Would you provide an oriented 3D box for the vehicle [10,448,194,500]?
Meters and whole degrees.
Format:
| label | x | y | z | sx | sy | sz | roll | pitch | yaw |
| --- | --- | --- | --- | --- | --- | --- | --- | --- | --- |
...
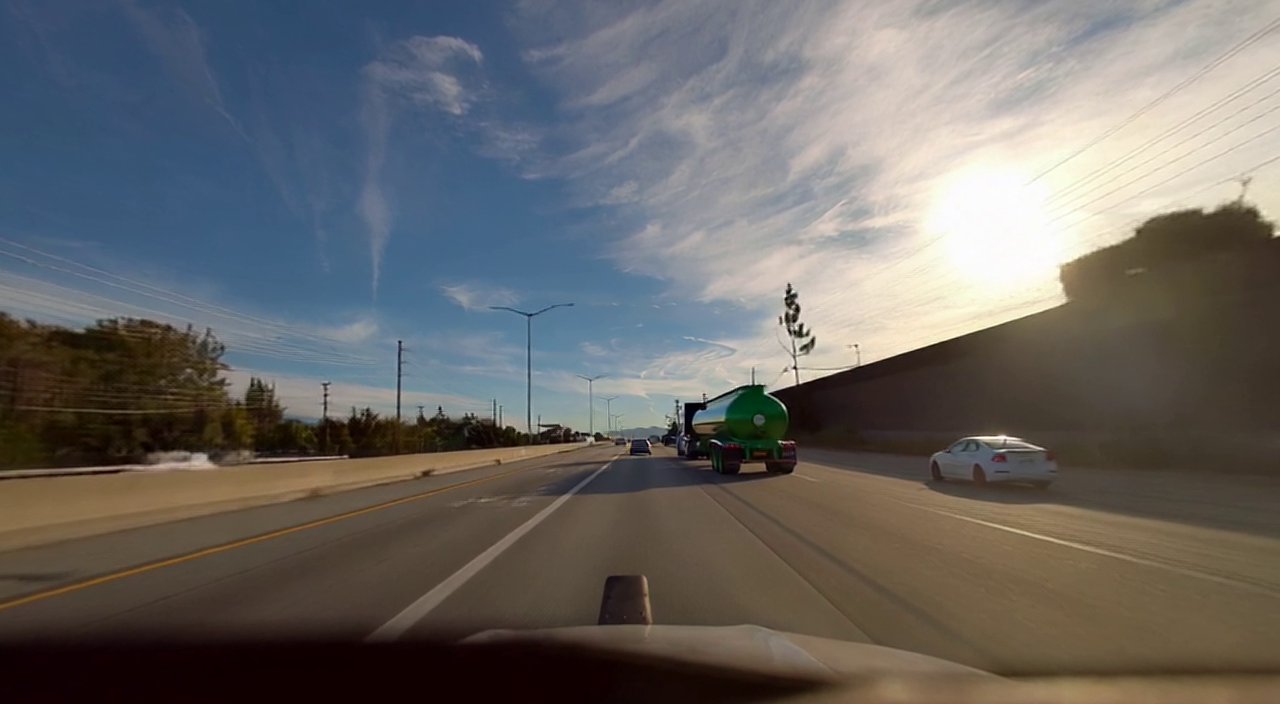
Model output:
| label | x | y | z | sx | sy | sz | roll | pitch | yaw |
| --- | --- | --- | --- | --- | --- | --- | --- | --- | --- |
| vehicle | -17.564 | 3.953 | 21.006 | 1.932 | 1.493 | 4.728 | 0 | -8 | 1 |

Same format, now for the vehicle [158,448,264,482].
| label | x | y | z | sx | sy | sz | roll | pitch | yaw |
| --- | --- | --- | --- | --- | --- | --- | --- | --- | --- |
| vehicle | -21.076 | 5.536 | 31.271 | 1.866 | 1.490 | 4.776 | 0 | -8 | 1 |

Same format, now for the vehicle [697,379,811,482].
| label | x | y | z | sx | sy | sz | roll | pitch | yaw |
| --- | --- | --- | --- | --- | --- | --- | --- | --- | --- |
| vehicle | 3.900 | 3.005 | 23.612 | 2.791 | 3.179 | 8.074 | 0 | -8 | 0 |

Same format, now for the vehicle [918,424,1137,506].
| label | x | y | z | sx | sy | sz | roll | pitch | yaw |
| --- | --- | --- | --- | --- | --- | --- | --- | --- | --- |
| vehicle | 8.157 | 2.417 | 13.938 | 1.905 | 1.480 | 4.624 | 0 | -8 | 0 |
